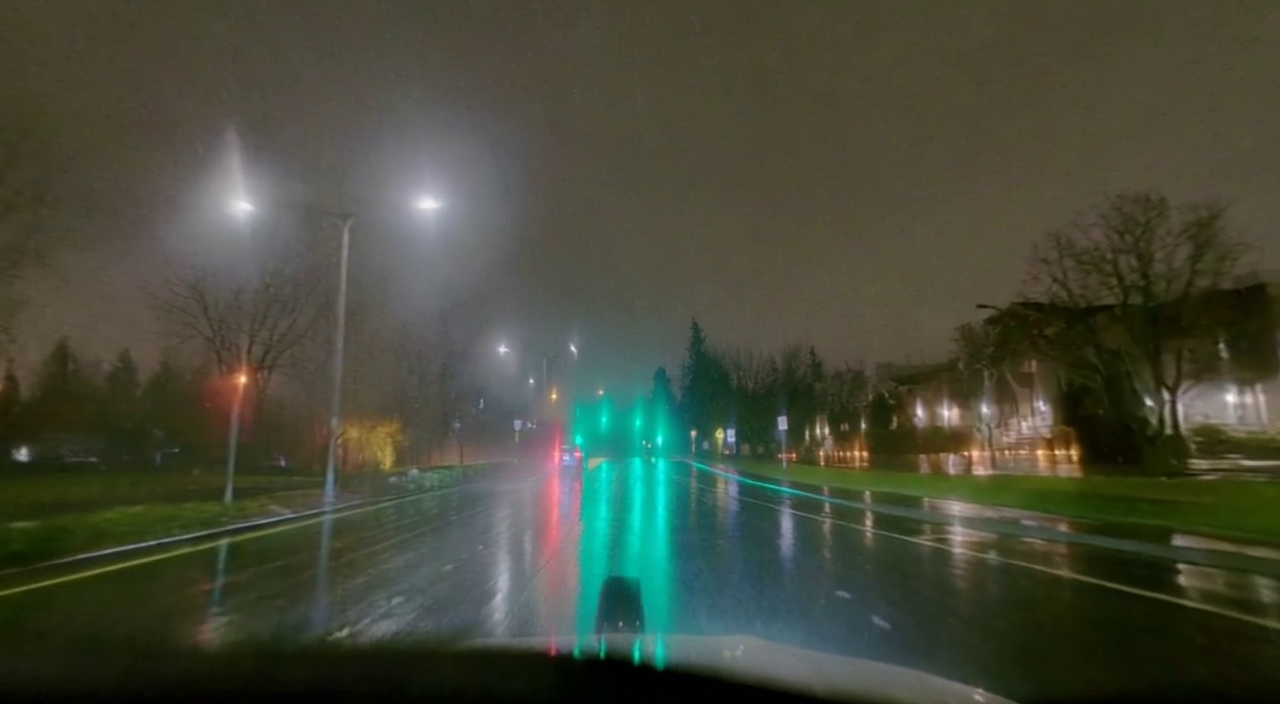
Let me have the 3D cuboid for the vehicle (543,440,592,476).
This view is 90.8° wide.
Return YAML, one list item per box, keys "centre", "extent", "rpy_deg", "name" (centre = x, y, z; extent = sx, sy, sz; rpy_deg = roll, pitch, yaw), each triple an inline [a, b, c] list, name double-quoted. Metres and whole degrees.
- centre: [-3.713, 5.467, 32.939]
  extent: [1.993, 1.733, 4.262]
  rpy_deg: [0, -8, 1]
  name: "vehicle"
